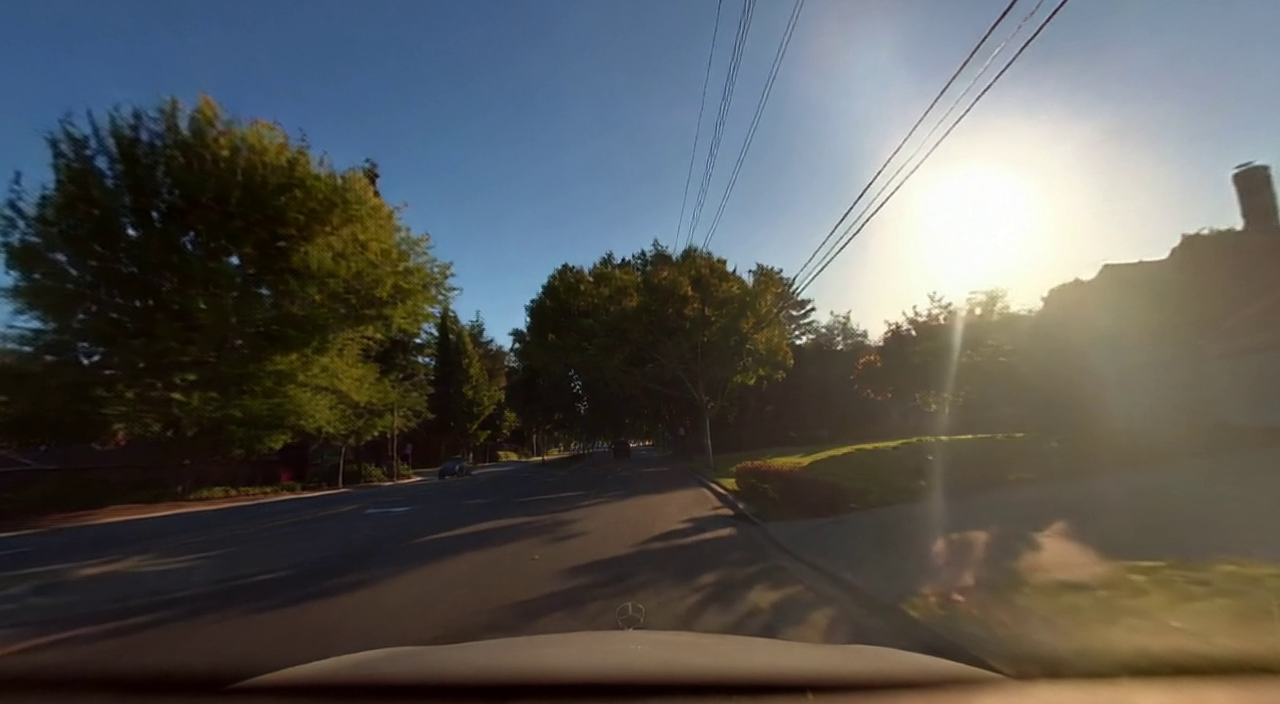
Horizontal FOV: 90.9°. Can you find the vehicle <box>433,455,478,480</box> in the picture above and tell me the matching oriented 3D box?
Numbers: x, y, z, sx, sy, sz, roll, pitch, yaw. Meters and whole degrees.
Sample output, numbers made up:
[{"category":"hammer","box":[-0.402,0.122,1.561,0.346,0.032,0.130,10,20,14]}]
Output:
[{"category":"vehicle","box":[-14.167,8.865,48.630,1.996,1.695,4.635,-1,-8,0]}]
